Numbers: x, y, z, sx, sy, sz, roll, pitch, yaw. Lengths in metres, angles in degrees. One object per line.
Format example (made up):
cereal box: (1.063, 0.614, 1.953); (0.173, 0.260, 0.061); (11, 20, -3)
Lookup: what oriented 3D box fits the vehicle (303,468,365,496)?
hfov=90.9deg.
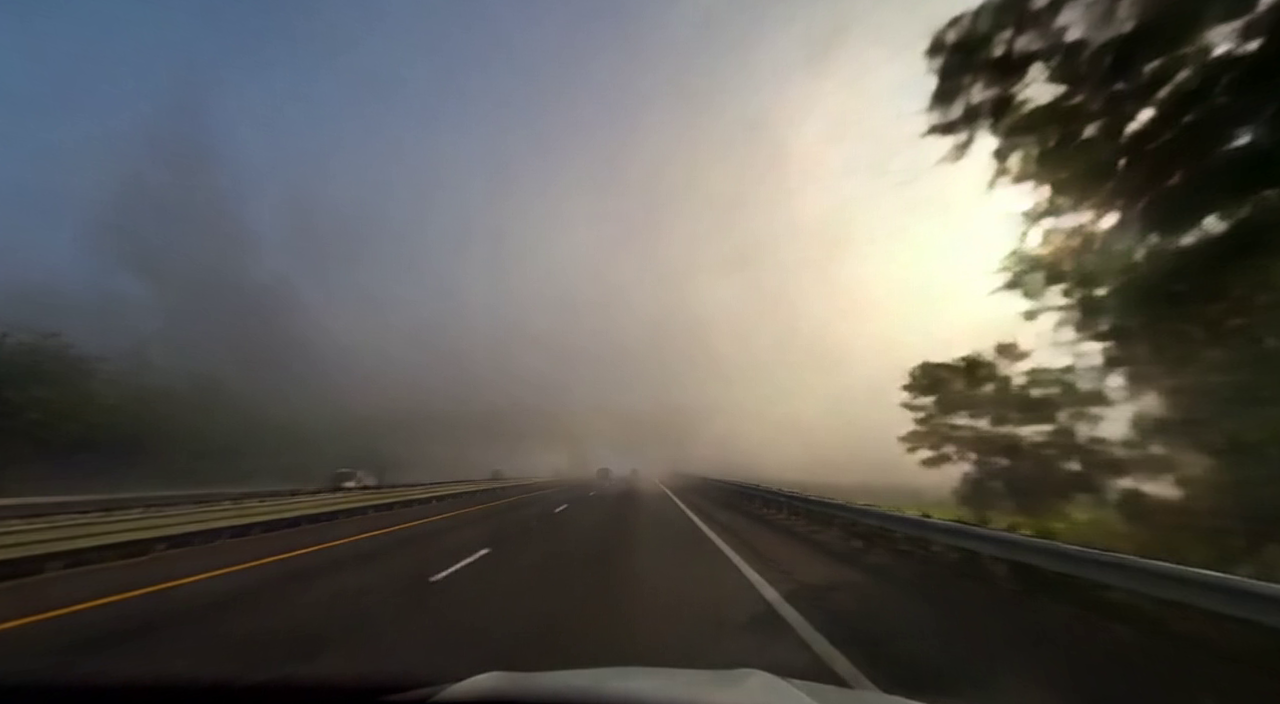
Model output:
vehicle: (-17.082, 7.286, 35.364); (1.699, 1.445, 3.430); (0, -10, 1)
